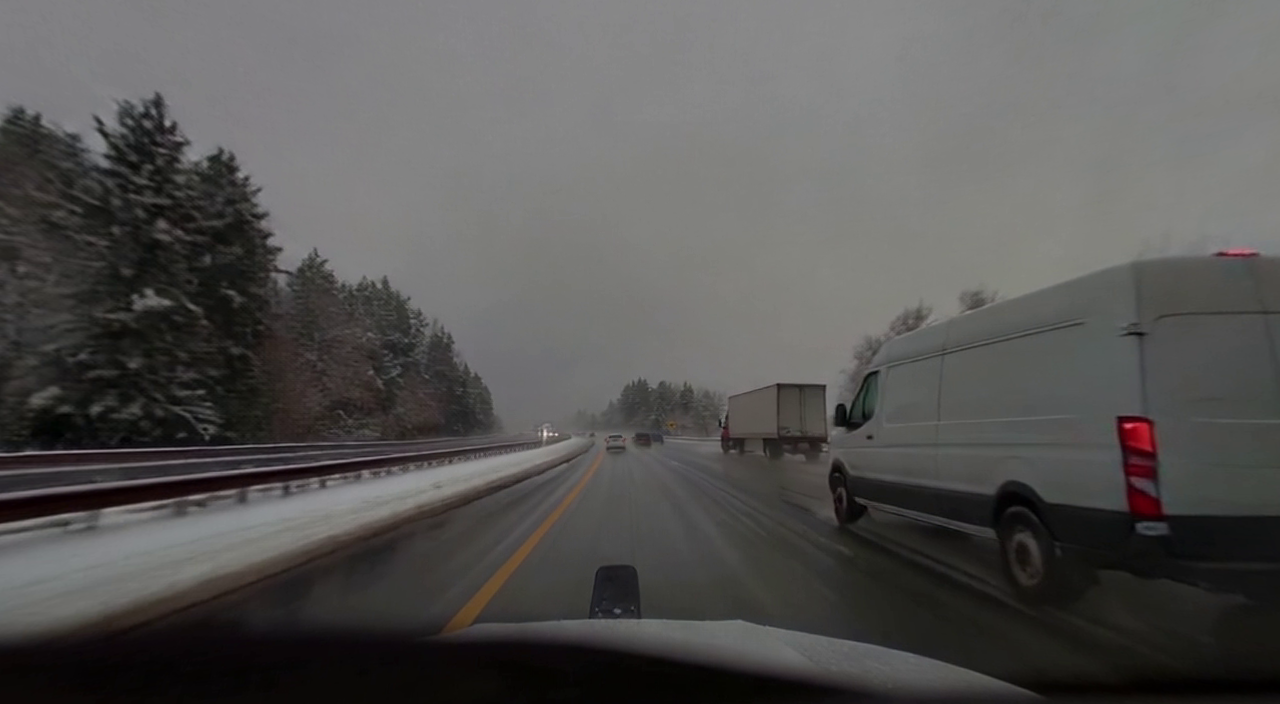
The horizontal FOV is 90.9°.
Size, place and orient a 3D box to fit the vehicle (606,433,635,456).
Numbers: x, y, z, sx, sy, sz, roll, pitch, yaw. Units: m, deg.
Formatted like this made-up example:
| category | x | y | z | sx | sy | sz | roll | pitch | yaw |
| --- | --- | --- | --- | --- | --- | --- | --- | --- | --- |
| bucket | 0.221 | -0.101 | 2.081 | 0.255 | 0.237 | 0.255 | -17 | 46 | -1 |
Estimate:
| category | x | y | z | sx | sy | sz | roll | pitch | yaw |
| --- | --- | --- | --- | --- | --- | --- | --- | --- | --- |
| vehicle | -1.513 | 6.956 | 47.474 | 2.088 | 1.671 | 4.068 | 0 | -8 | -2 |

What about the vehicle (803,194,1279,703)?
| category | x | y | z | sx | sy | sz | roll | pitch | yaw |
| --- | --- | --- | --- | --- | --- | --- | --- | --- | --- |
| vehicle | 3.500 | 0.857 | 5.576 | 2.436 | 2.521 | 5.409 | 0 | -8 | -2 |

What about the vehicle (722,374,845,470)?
| category | x | y | z | sx | sy | sz | roll | pitch | yaw |
| --- | --- | --- | --- | --- | --- | --- | --- | --- | --- |
| vehicle | 7.082 | 3.938 | 34.176 | 2.888 | 4.093 | 14.227 | 0 | -8 | -2 |
